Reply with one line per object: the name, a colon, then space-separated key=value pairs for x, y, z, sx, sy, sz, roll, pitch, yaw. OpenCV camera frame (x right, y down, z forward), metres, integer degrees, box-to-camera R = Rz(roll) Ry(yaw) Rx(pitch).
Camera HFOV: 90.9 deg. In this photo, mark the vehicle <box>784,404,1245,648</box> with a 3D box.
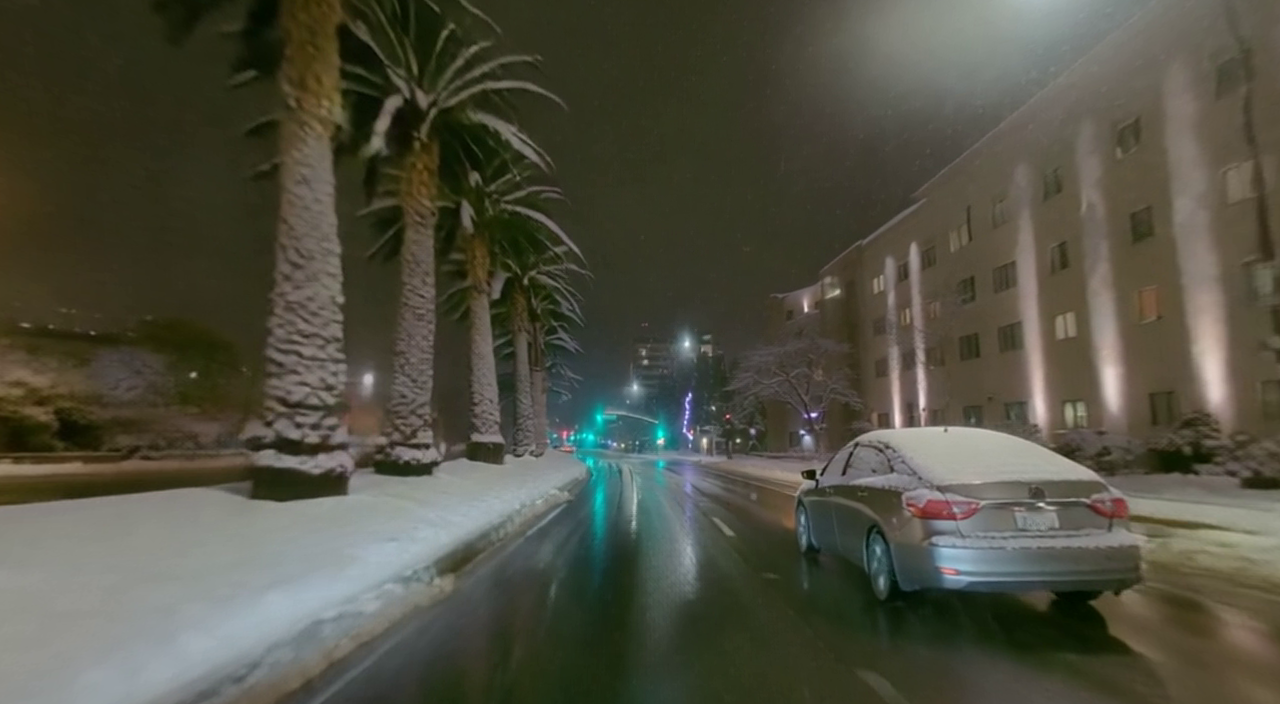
vehicle: x=2.932 y=1.439 z=6.298 sx=1.867 sy=1.554 sz=4.301 roll=0 pitch=-8 yaw=-1
